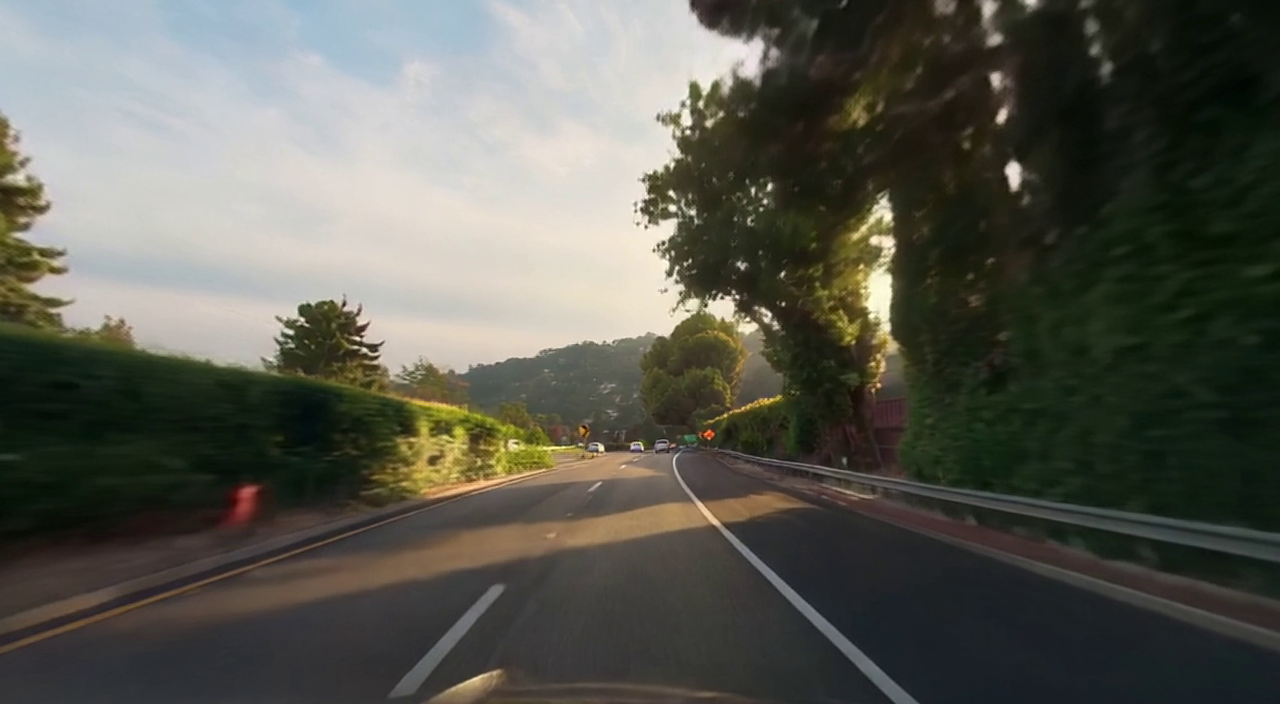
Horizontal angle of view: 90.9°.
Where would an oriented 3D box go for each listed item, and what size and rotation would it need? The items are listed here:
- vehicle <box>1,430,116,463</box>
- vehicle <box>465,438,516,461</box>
[{"bbox_3d":[-40.639,6.588,44.281,2.051,2.134,5.638,-1,-8,10],"label":"vehicle"},{"bbox_3d":[-10.809,7.066,45.900,2.141,1.612,3.998,-2,-8,11],"label":"vehicle"}]
